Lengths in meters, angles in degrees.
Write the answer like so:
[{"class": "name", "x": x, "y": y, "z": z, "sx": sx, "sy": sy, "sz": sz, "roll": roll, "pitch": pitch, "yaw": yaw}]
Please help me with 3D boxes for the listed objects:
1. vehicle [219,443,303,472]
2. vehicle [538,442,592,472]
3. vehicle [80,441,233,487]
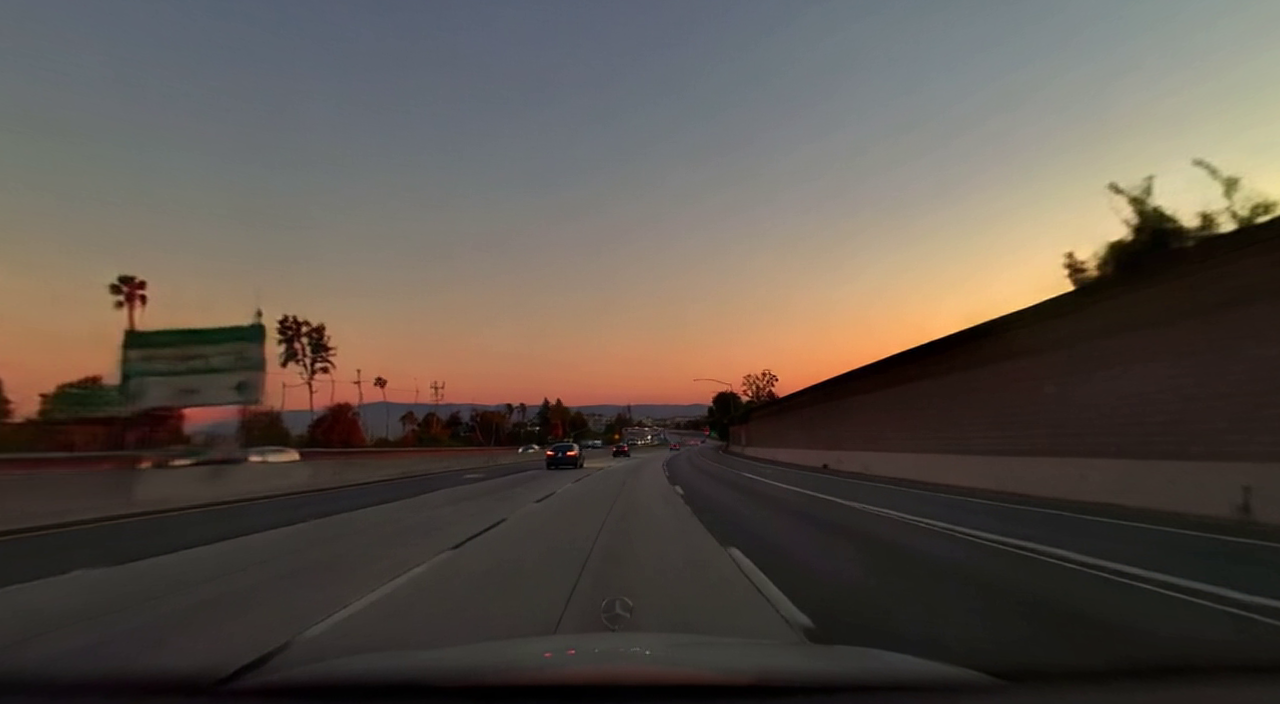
[{"class": "vehicle", "x": -22.388, "y": 6.233, "z": 37.530, "sx": 2.139, "sy": 1.566, "sz": 4.463, "roll": 0, "pitch": -9, "yaw": 2}, {"class": "vehicle", "x": -3.814, "y": 5.477, "z": 33.105, "sx": 2.078, "sy": 1.457, "sz": 4.648, "roll": 0, "pitch": -8, "yaw": 3}, {"class": "vehicle", "x": -18.412, "y": 4.260, "z": 24.421, "sx": 2.074, "sy": 1.600, "sz": 4.758, "roll": 0, "pitch": -8, "yaw": 1}]
